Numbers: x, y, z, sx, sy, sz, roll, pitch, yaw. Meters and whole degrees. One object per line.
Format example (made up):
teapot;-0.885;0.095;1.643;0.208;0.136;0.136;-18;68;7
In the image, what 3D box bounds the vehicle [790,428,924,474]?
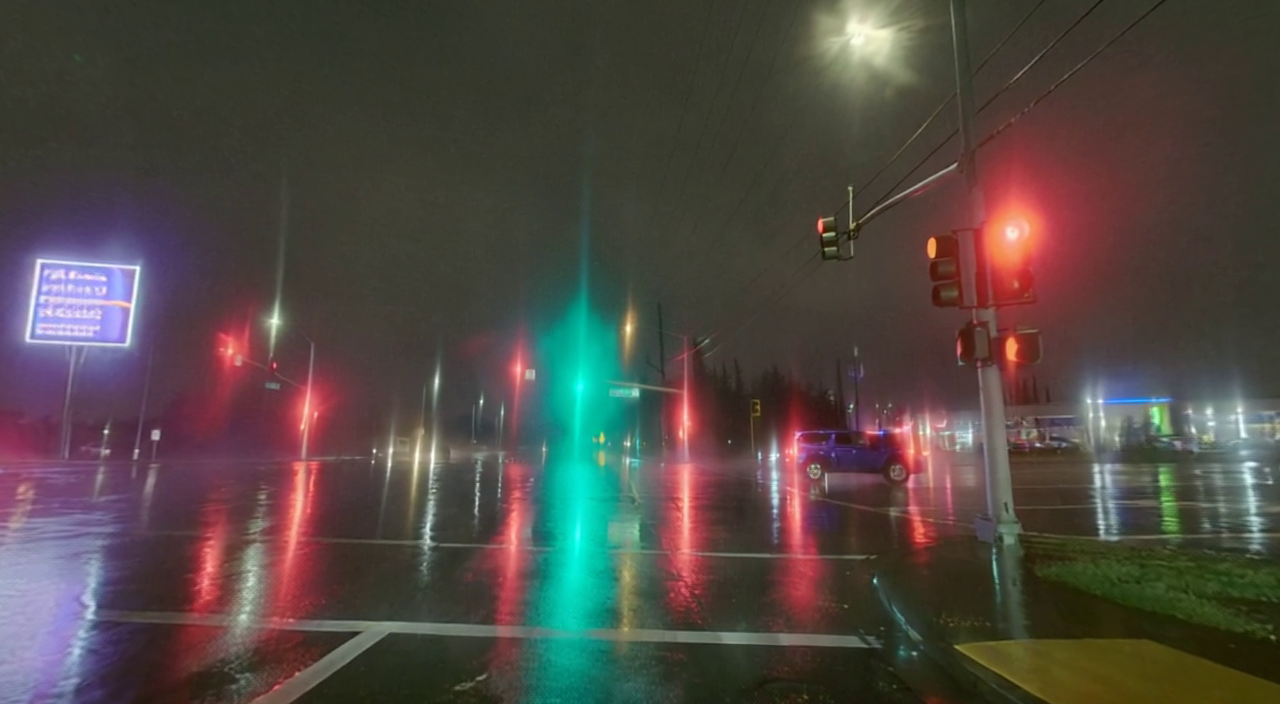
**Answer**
vehicle;8.698;4.029;25.719;4.884;1.714;2.021;-2;-9;12
